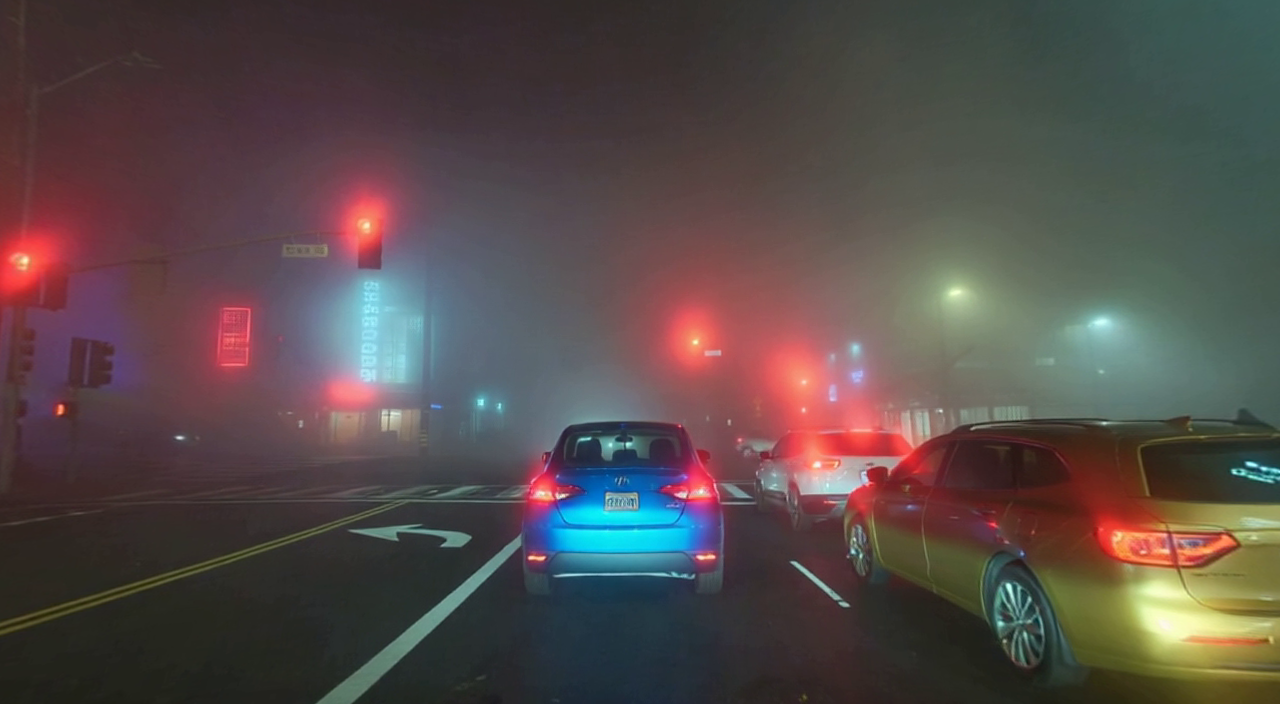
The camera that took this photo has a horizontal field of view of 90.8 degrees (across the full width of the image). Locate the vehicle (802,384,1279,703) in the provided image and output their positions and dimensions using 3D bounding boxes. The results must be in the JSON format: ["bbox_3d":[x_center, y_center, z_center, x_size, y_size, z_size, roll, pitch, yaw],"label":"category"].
[{"bbox_3d":[3.033,1.311,5.465,1.983,1.654,4.354,0,-8,-2],"label":"vehicle"}]

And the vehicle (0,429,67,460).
[{"bbox_3d":[-34.556,5.178,35.390,4.164,1.652,2.087,-4,-9,26],"label":"vehicle"}]

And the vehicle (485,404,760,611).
[{"bbox_3d":[-0.132,1.551,7.312,2.123,1.589,4.702,0,-8,0],"label":"vehicle"}]

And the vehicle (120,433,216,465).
[{"bbox_3d":[-25.384,5.215,33.989,4.253,1.570,2.132,-4,-9,23],"label":"vehicle"}]
